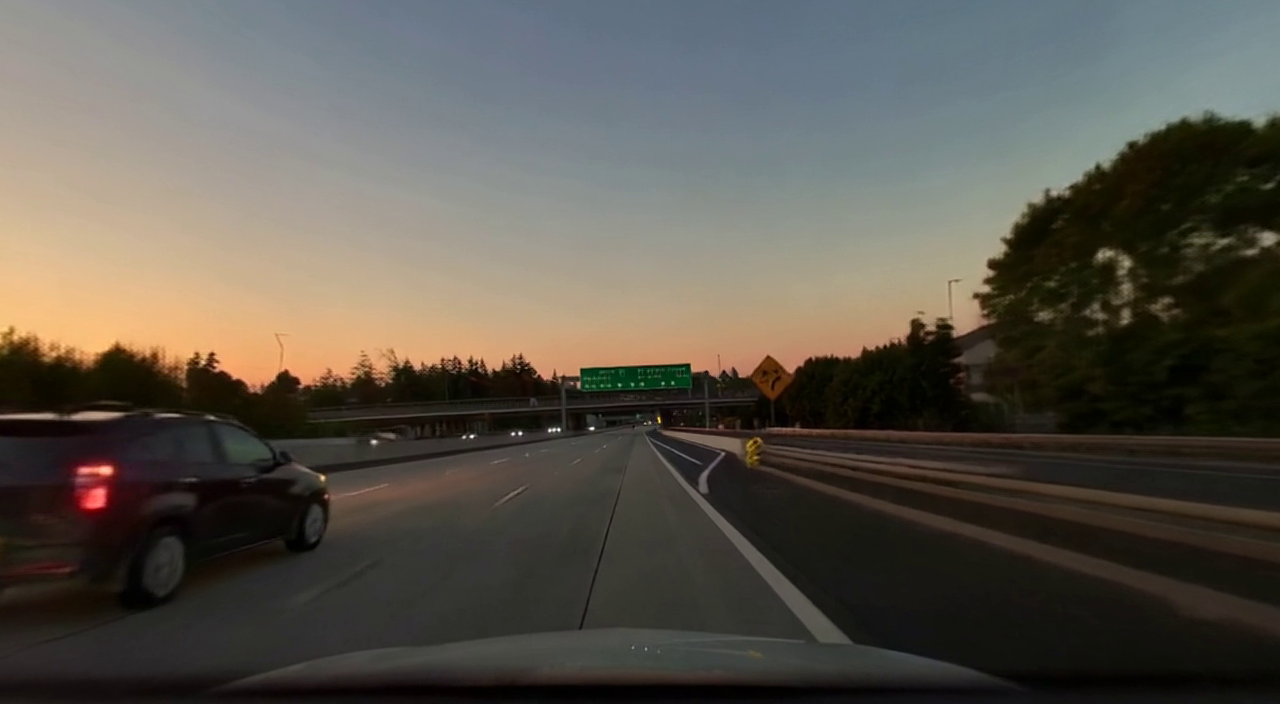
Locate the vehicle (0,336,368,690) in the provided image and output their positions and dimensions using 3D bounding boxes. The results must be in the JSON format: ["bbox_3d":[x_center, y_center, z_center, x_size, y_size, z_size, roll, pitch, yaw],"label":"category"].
[{"bbox_3d":[-4.266,1.047,4.947,2.153,1.730,4.772,0,-8,-1],"label":"vehicle"}]
